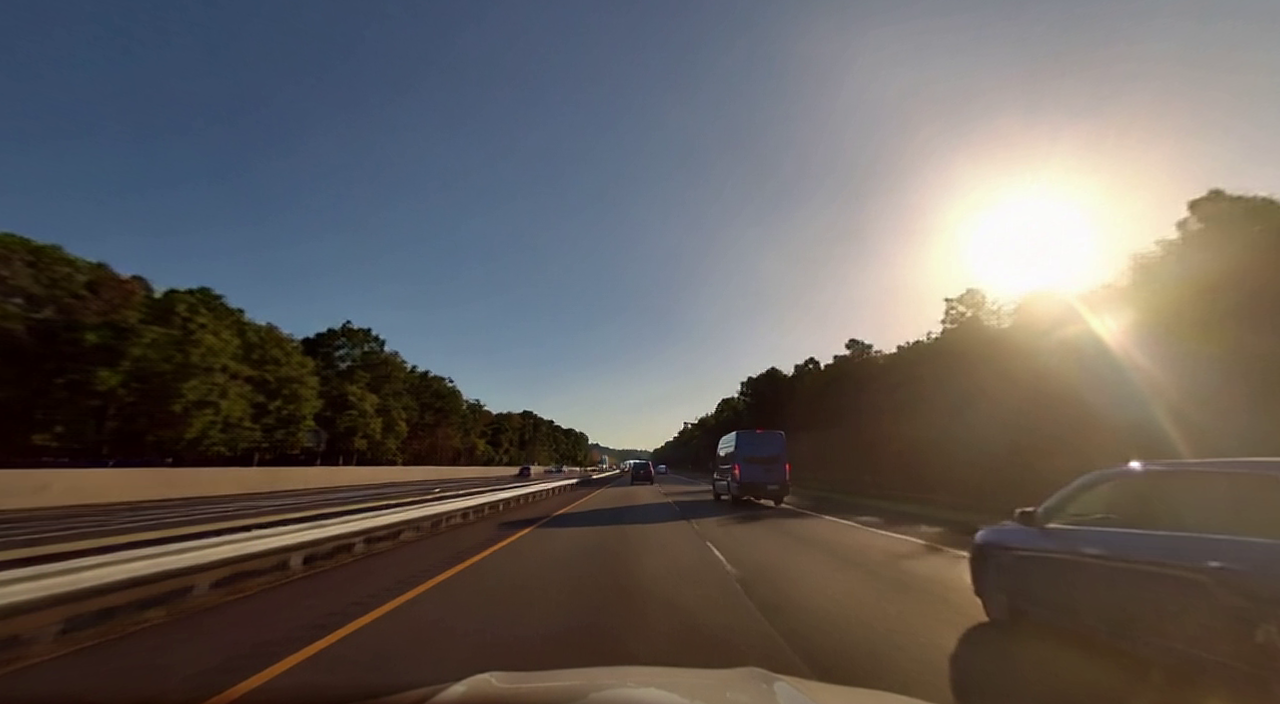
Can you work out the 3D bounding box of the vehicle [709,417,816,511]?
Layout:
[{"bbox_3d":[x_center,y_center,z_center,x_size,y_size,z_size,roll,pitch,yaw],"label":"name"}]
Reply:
[{"bbox_3d":[4.319,4.237,23.850,2.563,2.975,6.941,1,-11,-1],"label":"vehicle"}]

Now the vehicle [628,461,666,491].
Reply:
[{"bbox_3d":[0.434,7.756,39.520,2.212,1.717,4.452,1,-10,1],"label":"vehicle"}]

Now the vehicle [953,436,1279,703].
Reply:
[{"bbox_3d":[3.980,1.250,3.291,2.073,1.532,4.969,1,-11,-1],"label":"vehicle"}]
